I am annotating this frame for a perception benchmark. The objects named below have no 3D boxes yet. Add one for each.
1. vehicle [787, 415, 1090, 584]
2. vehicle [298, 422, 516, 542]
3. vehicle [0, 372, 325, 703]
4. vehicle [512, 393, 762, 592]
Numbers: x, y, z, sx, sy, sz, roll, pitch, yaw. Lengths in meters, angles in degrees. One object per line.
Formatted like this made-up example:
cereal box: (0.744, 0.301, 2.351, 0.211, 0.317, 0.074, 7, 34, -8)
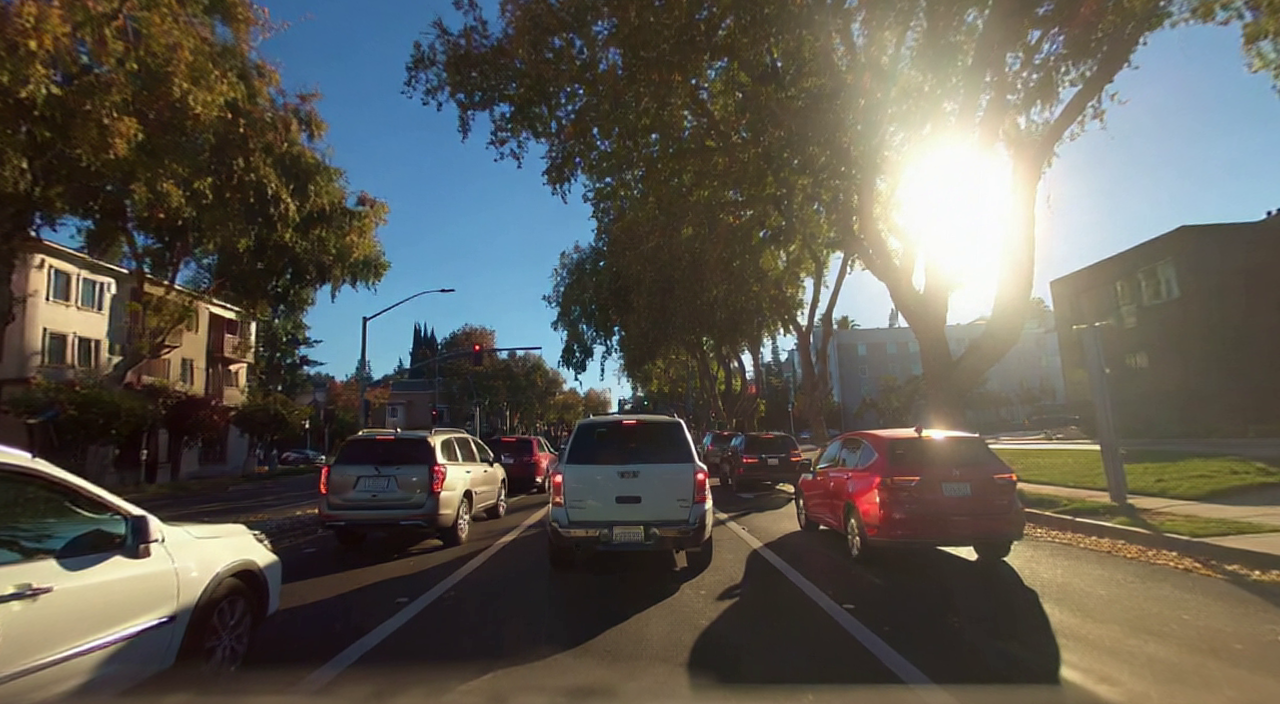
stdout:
vehicle: (3.267, 1.672, 7.864, 1.922, 1.579, 3.642, 0, -8, -1)
vehicle: (-3.654, 2.117, 10.926, 2.042, 1.641, 4.314, 0, -8, 1)
vehicle: (-3.780, 0.995, 3.308, 1.929, 1.641, 4.193, 0, -8, 2)
vehicle: (-0.004, 1.538, 7.652, 2.193, 1.744, 4.033, 0, -8, 1)
